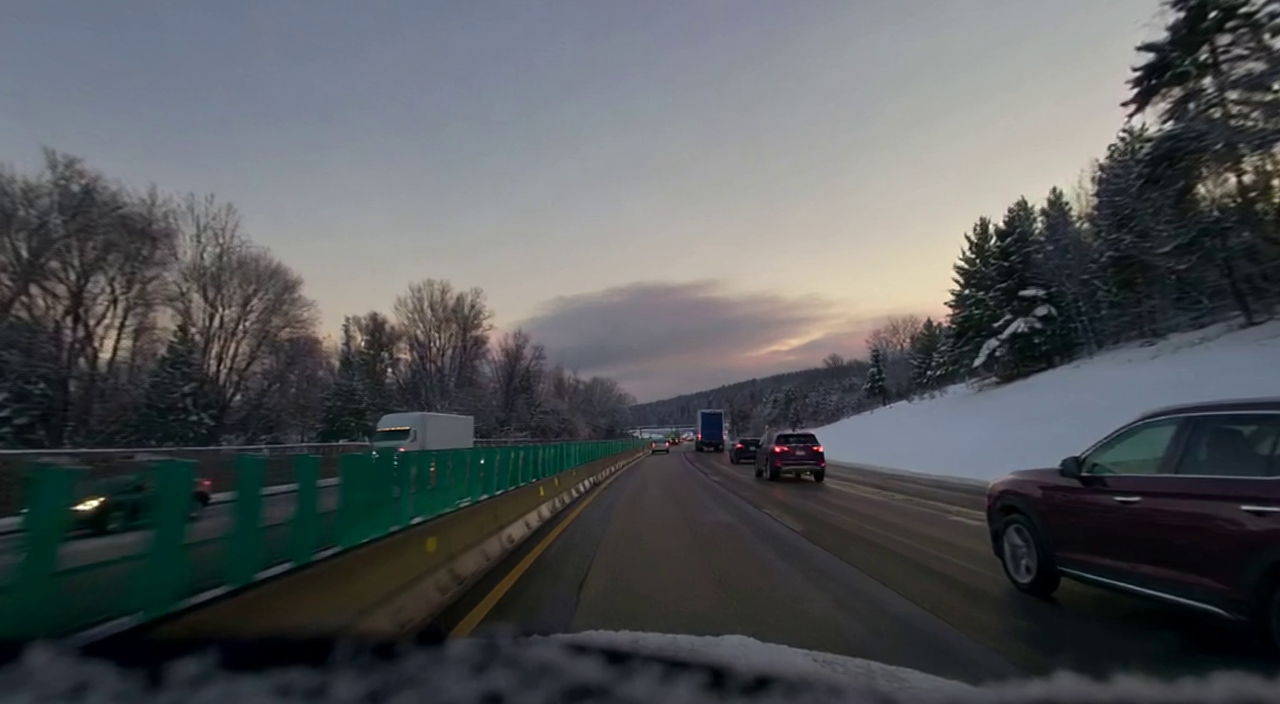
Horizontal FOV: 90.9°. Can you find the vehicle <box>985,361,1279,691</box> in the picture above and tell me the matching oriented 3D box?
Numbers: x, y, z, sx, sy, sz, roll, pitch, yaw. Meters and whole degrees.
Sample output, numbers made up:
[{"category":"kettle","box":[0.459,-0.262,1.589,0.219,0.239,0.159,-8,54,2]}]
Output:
[{"category":"vehicle","box":[4.347,0.966,3.706,2.110,1.684,4.390,0,-8,0]}]

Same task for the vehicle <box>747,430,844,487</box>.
[{"category":"vehicle","box":[4.624,3.217,19.361,1.940,1.539,4.005,0,-8,0]}]

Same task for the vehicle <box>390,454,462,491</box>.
[{"category":"vehicle","box":[-9.577,5.421,28.569,1.804,1.447,4.181,0,-8,-1]}]

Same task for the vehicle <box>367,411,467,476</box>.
[{"category":"vehicle","box":[-14.140,5.943,41.033,2.992,3.720,9.676,0,-8,-1]}]

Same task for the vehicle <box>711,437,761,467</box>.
[{"category":"vehicle","box":[5.017,5.281,33.565,2.000,1.473,4.440,0,-8,0]}]

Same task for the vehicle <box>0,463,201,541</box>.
[{"category":"vehicle","box":[-13.261,3.604,15.661,1.884,1.506,3.990,1,-8,-2]}]
